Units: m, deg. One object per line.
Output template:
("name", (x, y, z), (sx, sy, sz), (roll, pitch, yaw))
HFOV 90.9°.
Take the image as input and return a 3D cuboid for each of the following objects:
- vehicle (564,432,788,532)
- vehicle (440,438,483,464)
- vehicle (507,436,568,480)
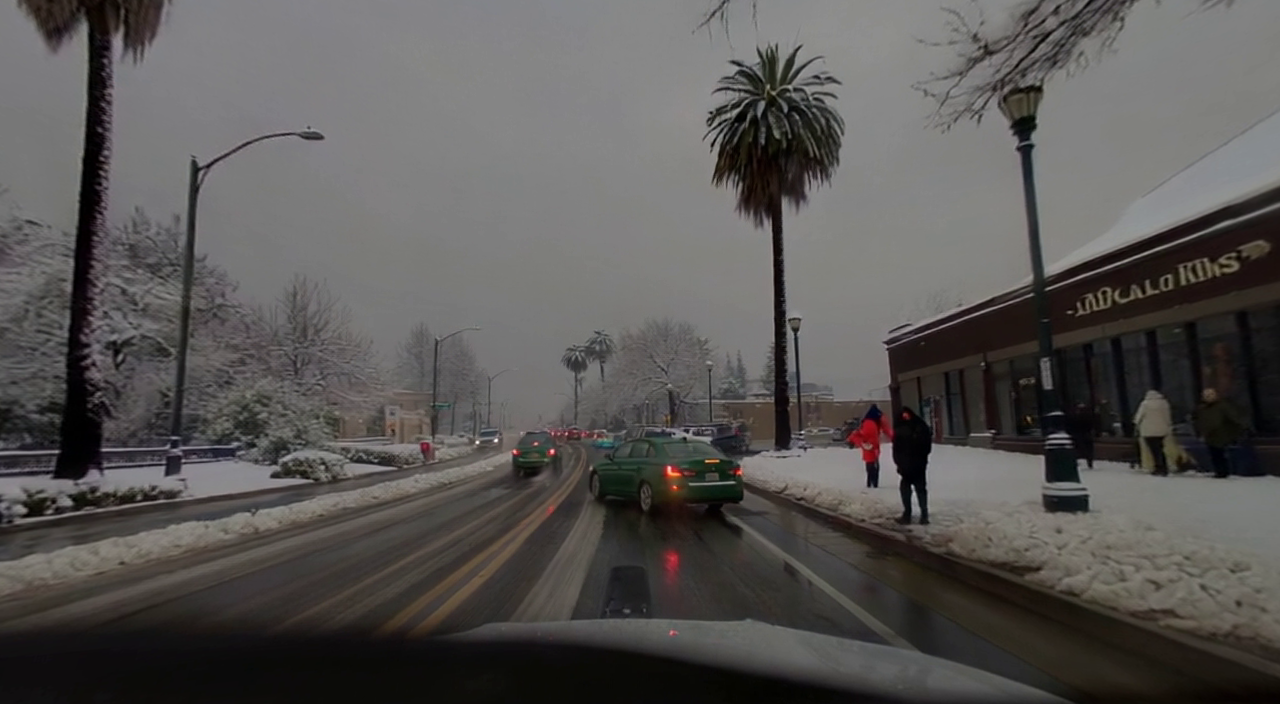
("vehicle", (0.411, 2.332, 11.976), (1.930, 1.477, 4.657), (5, -10, -30))
("vehicle", (-11.530, 6.415, 40.994), (1.930, 1.583, 4.423), (0, -9, -5))
("vehicle", (-4.073, 4.277, 25.645), (2.039, 1.628, 4.331), (0, -9, -4))
